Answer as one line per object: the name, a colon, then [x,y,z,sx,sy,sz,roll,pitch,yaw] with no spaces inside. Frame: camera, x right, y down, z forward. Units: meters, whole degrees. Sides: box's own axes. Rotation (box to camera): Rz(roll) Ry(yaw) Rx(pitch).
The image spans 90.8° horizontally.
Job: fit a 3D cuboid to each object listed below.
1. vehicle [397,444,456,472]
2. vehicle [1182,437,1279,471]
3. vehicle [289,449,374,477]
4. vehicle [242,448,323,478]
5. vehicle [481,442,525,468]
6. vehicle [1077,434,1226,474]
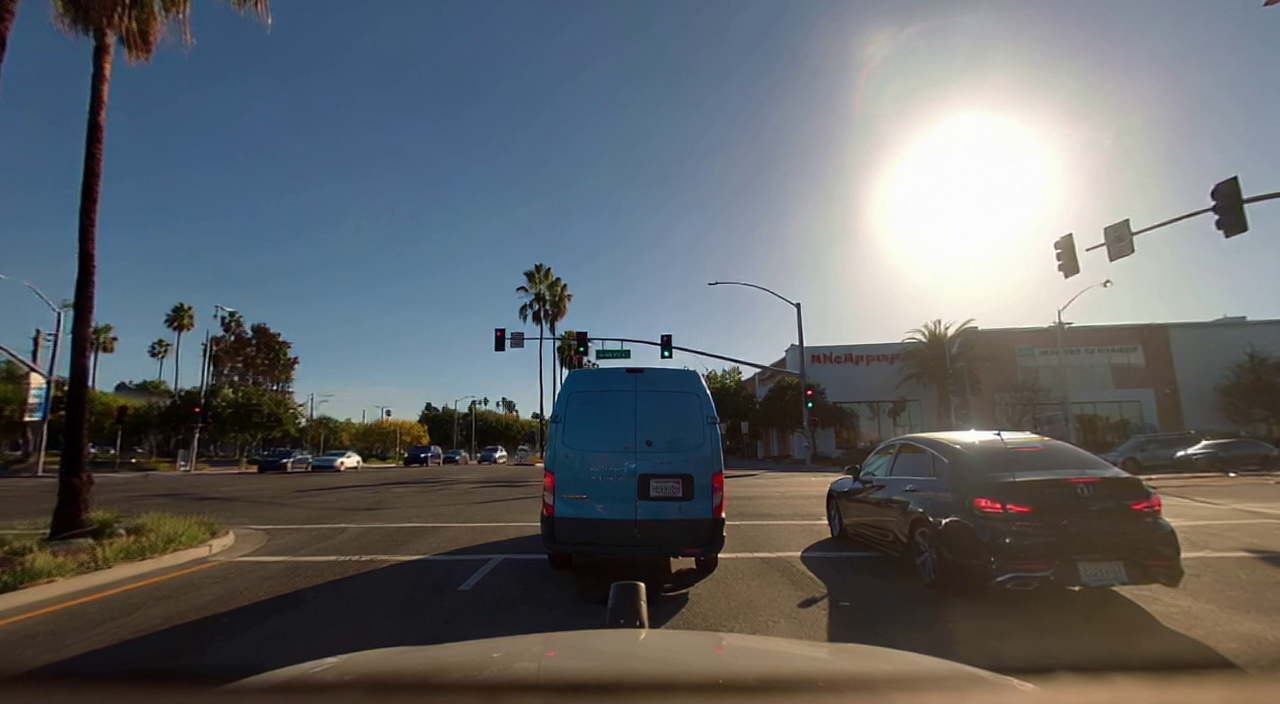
vehicle: [-13.726,6.839,40.948,2.074,1.671,4.755,0,-9,1]
vehicle: [27.407,4.599,28.488,4.625,1.451,1.801,1,-9,-9]
vehicle: [-17.444,6.304,36.066,2.221,1.449,5.092,0,-9,1]
vehicle: [-21.096,6.541,37.577,2.107,1.642,4.561,0,-9,1]
vehicle: [-9.688,7.312,45.016,2.074,1.681,4.417,0,-9,1]
vehicle: [22.243,4.446,27.640,4.533,1.676,2.236,0,-9,-1]
